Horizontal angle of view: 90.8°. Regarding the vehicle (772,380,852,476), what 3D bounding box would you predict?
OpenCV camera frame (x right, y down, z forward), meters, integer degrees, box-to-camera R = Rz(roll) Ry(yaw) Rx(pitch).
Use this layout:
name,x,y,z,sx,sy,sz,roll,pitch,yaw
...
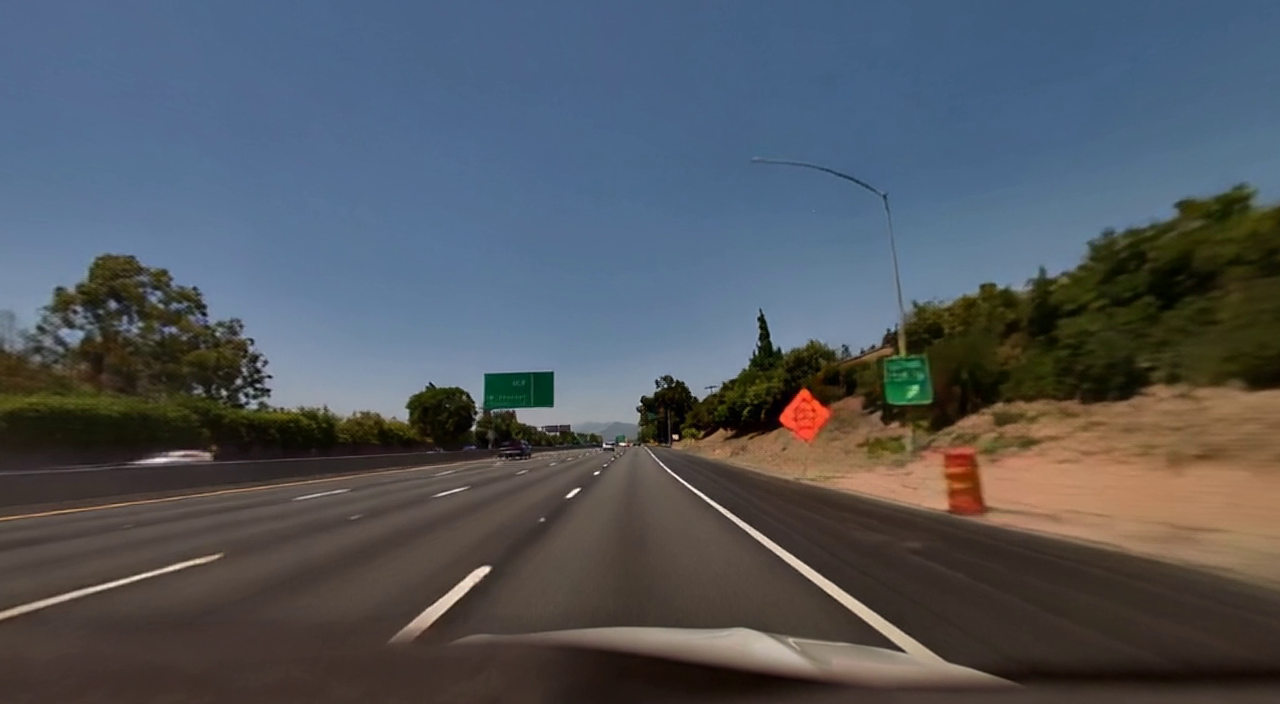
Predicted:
name,x,y,z,sx,sy,sz,roll,pitch,yaw
vehicle,6.736,3.027,25.001,2.397,3.584,2.509,0,-8,1

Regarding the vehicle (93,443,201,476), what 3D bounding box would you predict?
name,x,y,z,sx,sy,sz,roll,pitch,yaw
vehicle,-24.830,5.412,32.041,1.863,1.515,4.482,0,-8,-1
